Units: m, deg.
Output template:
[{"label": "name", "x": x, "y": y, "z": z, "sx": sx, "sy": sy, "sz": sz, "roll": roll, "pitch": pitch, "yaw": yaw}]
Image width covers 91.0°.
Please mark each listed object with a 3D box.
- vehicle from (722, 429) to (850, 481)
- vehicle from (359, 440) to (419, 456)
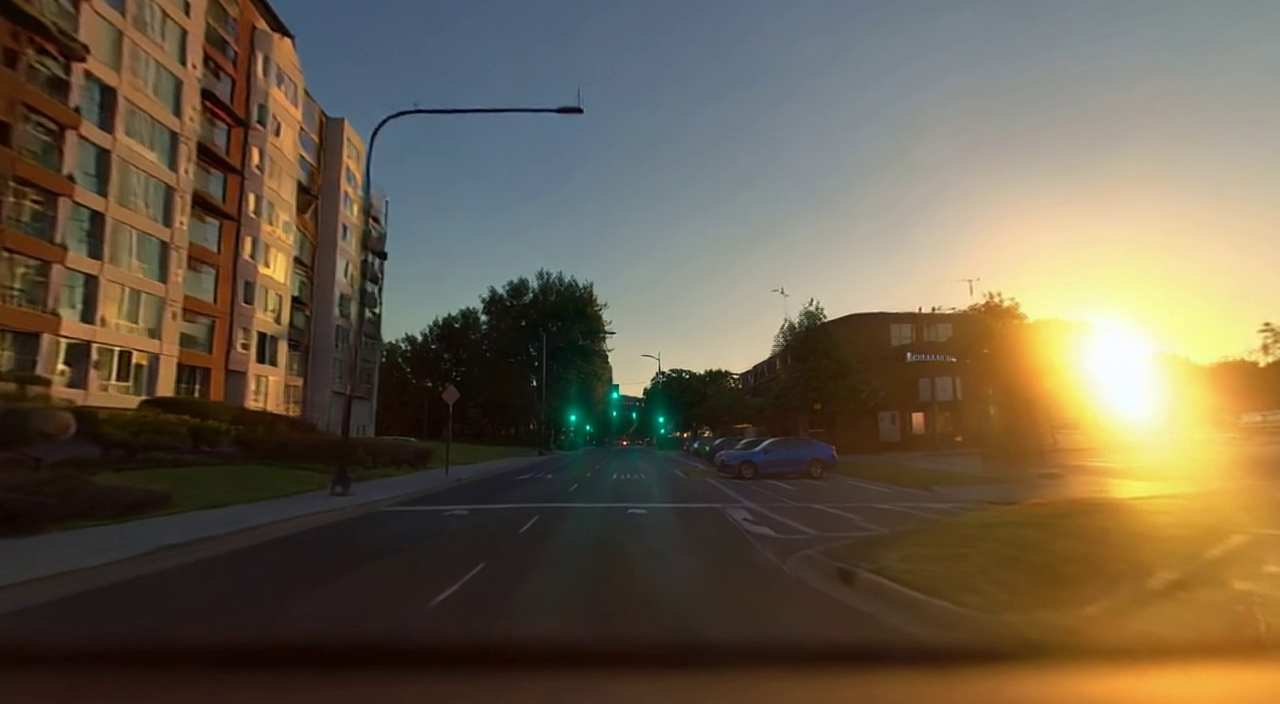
[{"label": "vehicle", "x": 4.826, "y": 3.331, "z": 20.739, "sx": 3.844, "sy": 1.524, "sz": 1.847, "roll": 4, "pitch": -9, "yaw": -31}, {"label": "vehicle", "x": -19.741, "y": 7.581, "z": 49.779, "sx": 2.660, "sy": 1.211, "sz": 4.739, "roll": 0, "pitch": -8, "yaw": 1}]
